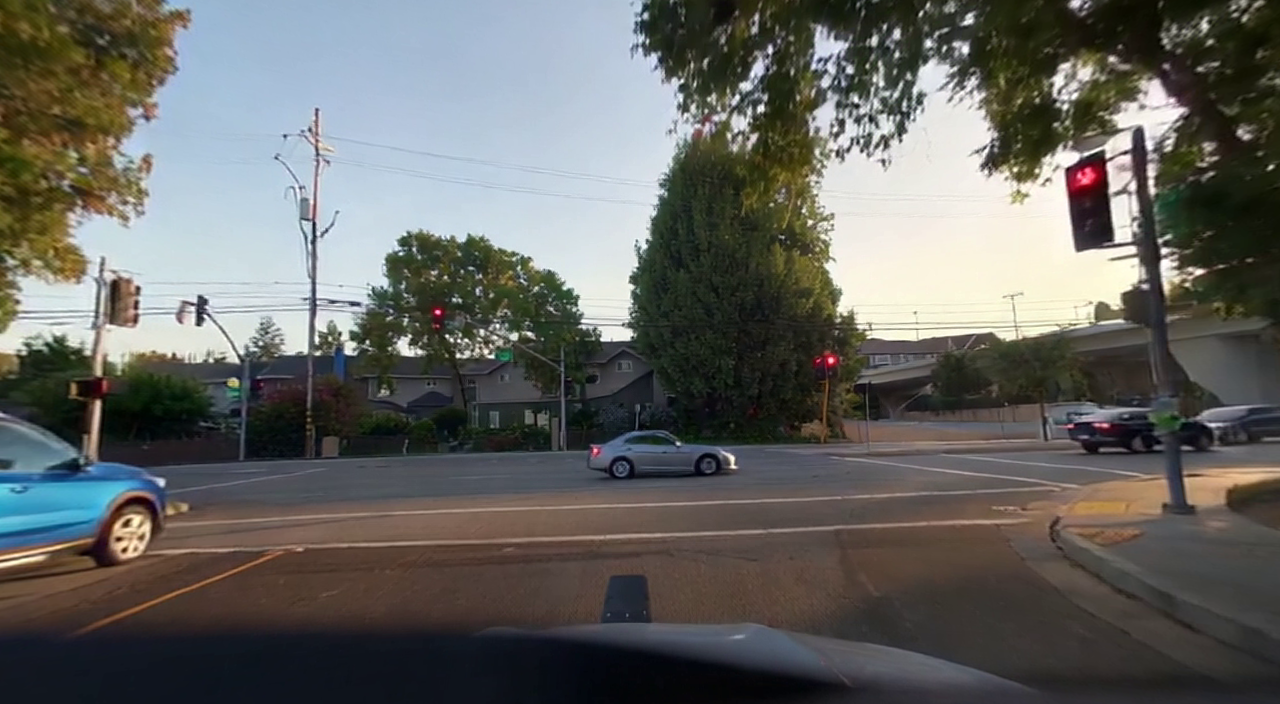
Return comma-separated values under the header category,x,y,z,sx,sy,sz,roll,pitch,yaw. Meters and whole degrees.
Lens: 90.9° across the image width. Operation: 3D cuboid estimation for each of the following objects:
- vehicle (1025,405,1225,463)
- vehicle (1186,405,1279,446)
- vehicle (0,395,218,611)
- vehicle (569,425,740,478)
category,x,y,z,sx,sy,sz,roll,pitch,yaw
vehicle,14.857,2.548,19.475,4.636,1.668,1.935,1,-8,-4
vehicle,28.604,3.443,29.193,4.966,1.806,2.007,1,-9,-7
vehicle,-6.135,1.271,5.447,1.928,1.726,4.704,1,-9,-4
vehicle,0.356,2.893,18.459,4.757,1.442,1.858,1,-9,-5
